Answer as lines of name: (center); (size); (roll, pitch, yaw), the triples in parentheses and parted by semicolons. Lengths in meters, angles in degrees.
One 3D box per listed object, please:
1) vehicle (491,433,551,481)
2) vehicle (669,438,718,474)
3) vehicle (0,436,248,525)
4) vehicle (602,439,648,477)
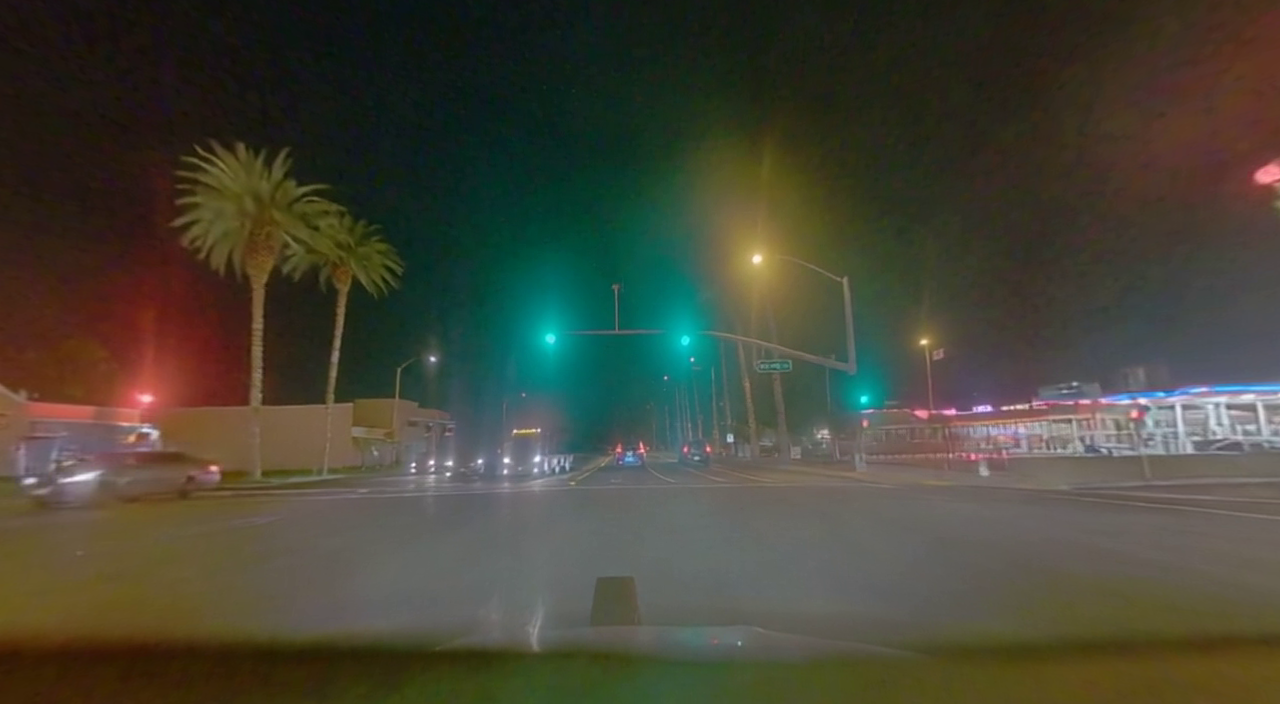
vehicle: (-5.671, 5.079, 30.807); (2.072, 2.107, 4.723); (0, -9, -1)
vehicle: (2.977, 5.943, 36.286); (2.190, 1.913, 5.174); (0, -9, -2)
vehicle: (-13.244, 3.204, 16.498); (2.287, 1.874, 5.798); (0, -9, 0)
vehicle: (-0.705, 5.323, 31.865); (2.177, 1.754, 3.815); (0, -9, 0)
